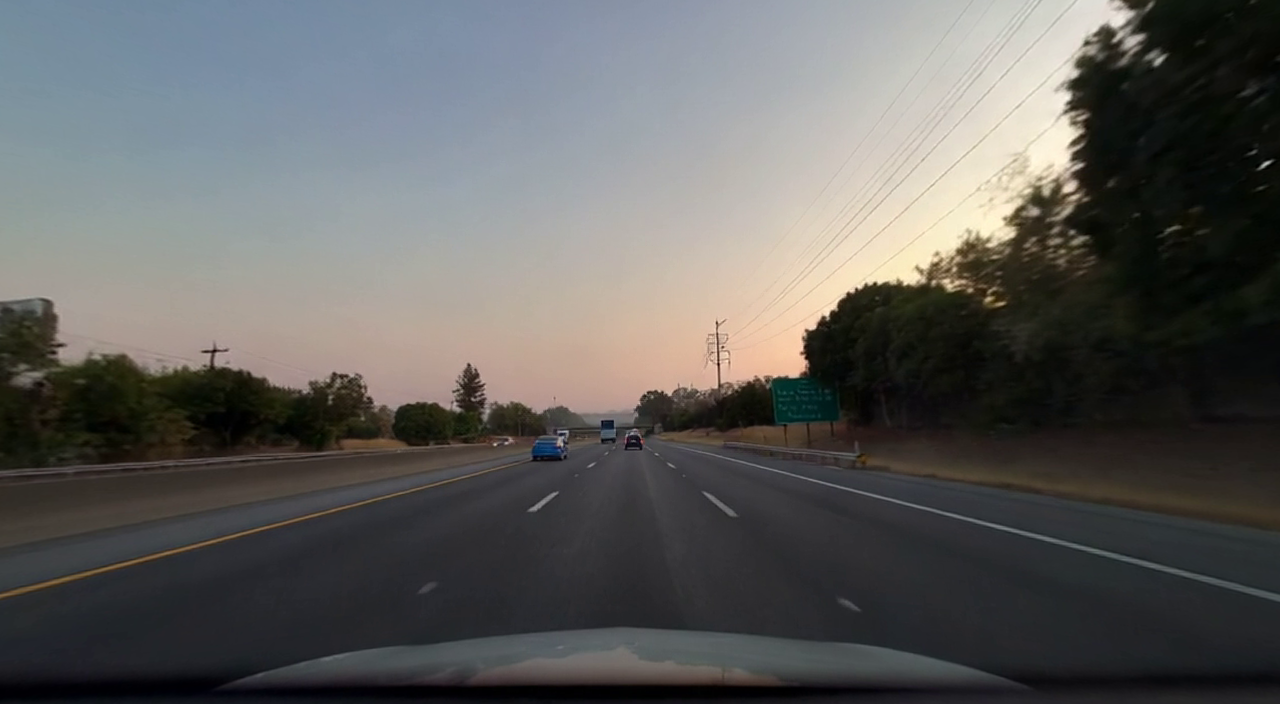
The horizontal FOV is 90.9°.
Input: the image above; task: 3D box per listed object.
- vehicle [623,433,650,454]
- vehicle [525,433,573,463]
[{"bbox_3d":[-0.281,6.636,45.752,1.890,1.472,3.716,0,-8,-1],"label":"vehicle"},{"bbox_3d":[-4.624,4.926,32.609,1.911,1.477,3.807,0,-8,0],"label":"vehicle"}]
